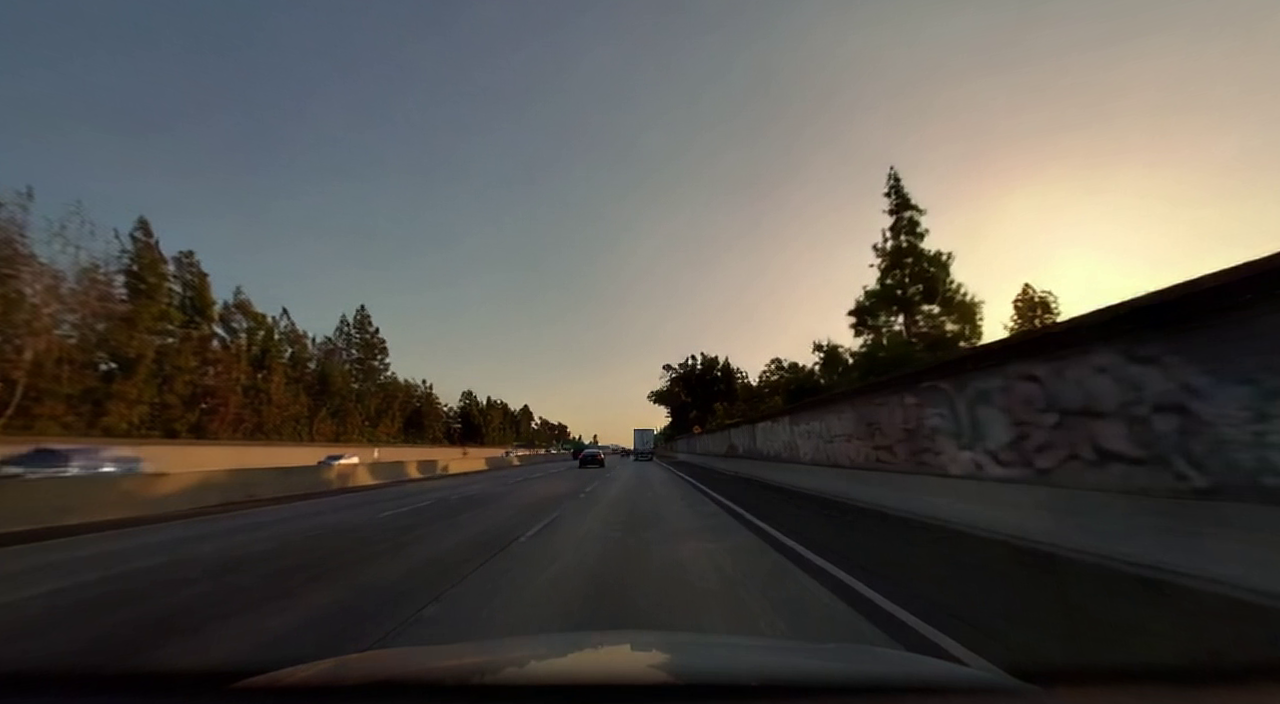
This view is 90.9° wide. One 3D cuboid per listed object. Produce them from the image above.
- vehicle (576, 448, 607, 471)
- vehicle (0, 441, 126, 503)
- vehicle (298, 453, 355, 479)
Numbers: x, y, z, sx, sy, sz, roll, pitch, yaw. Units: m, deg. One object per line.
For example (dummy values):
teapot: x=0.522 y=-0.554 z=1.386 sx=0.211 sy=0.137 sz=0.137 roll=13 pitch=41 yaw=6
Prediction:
vehicle: x=-3.323 y=7.472 z=44.037 sx=1.803 sy=1.466 sz=4.509 roll=0 pitch=-9 yaw=0
vehicle: x=-18.094 y=3.423 z=18.275 sx=1.980 sy=1.638 sz=5.194 roll=0 pitch=-9 yaw=0
vehicle: x=-22.680 y=8.219 z=45.790 sx=1.758 sy=1.748 sz=4.516 roll=0 pitch=-9 yaw=1
